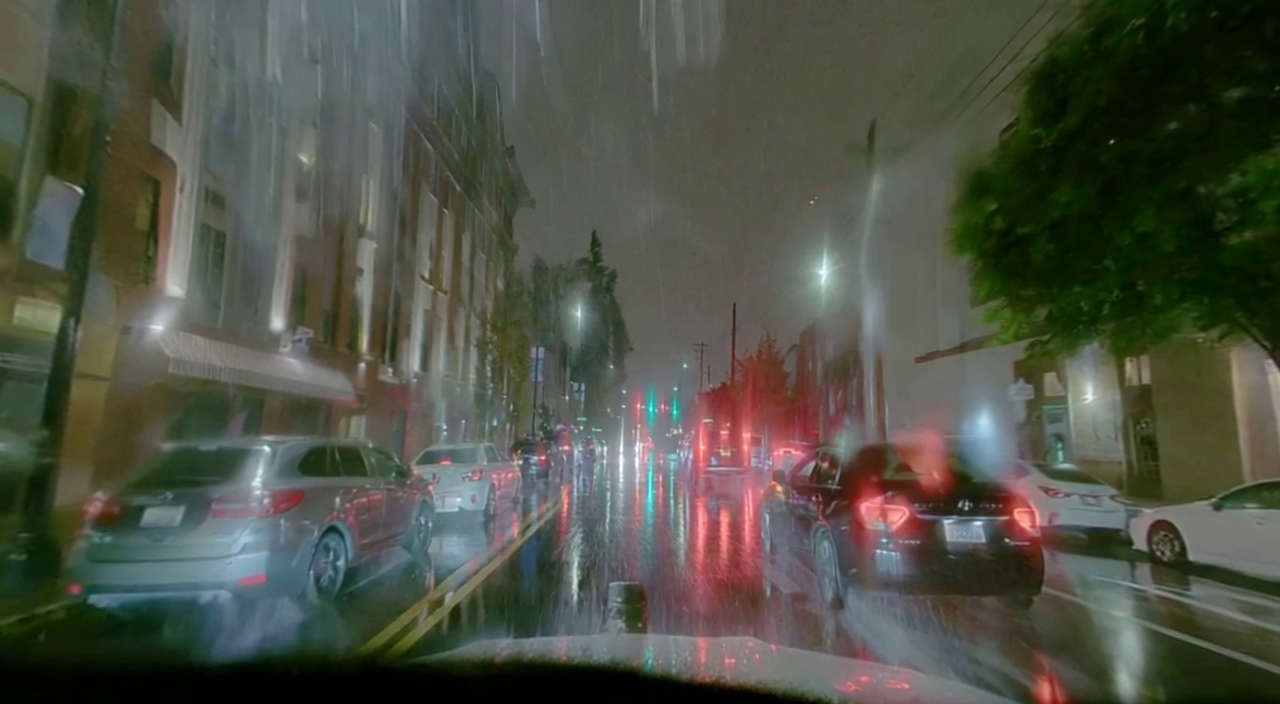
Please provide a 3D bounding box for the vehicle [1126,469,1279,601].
[{"bbox_3d":[8.537,2.237,7.550,1.862,1.461,4.324,0,-8,0],"label":"vehicle"}]

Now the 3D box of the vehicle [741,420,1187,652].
[{"bbox_3d":[2.496,1.542,6.465,2.080,1.495,4.591,0,-8,-1],"label":"vehicle"}]

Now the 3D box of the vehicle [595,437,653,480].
[{"bbox_3d":[-0.550,3.954,23.621,2.007,1.460,3.923,0,-8,0],"label":"vehicle"}]

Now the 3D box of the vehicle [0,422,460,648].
[{"bbox_3d":[-3.515,1.577,6.616,1.955,1.504,4.618,0,-8,-1],"label":"vehicle"}]

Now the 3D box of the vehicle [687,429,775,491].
[{"bbox_3d":[2.717,3.353,19.880,2.002,1.707,4.547,0,-8,-1],"label":"vehicle"}]
